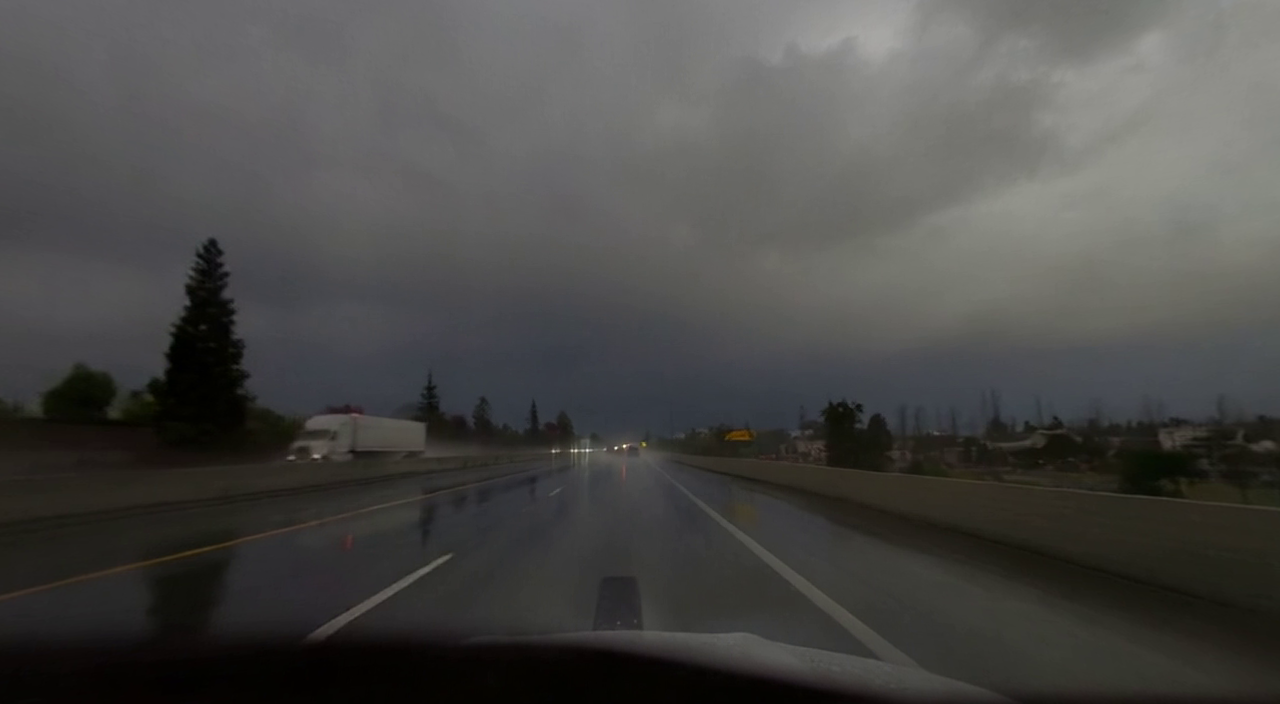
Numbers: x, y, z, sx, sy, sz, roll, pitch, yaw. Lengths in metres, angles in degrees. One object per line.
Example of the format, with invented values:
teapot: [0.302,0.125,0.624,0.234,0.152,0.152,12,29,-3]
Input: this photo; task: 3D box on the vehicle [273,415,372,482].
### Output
vehicle: [-19.867,6.114,39.739,2.999,3.854,6.122,0,-9,-1]
